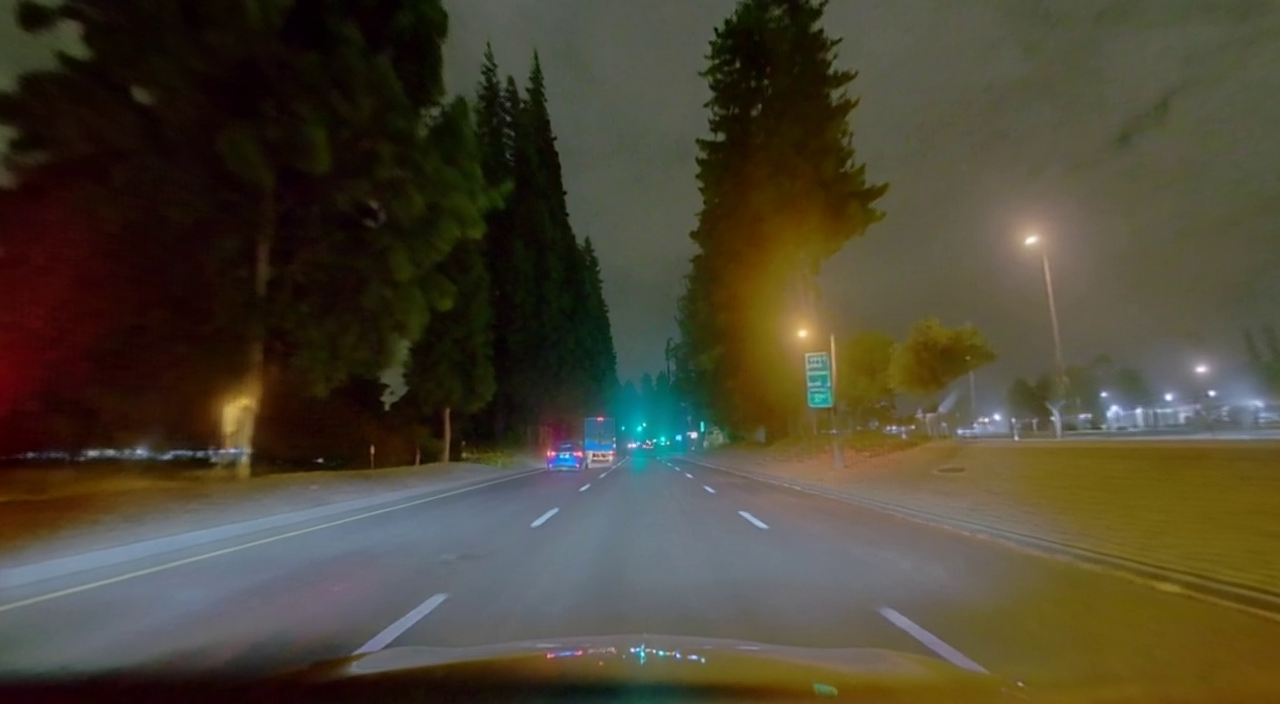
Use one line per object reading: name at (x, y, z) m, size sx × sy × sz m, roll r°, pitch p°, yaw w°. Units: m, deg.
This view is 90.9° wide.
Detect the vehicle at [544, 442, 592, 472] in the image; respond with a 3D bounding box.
vehicle at (-3.789, 5.576, 33.756) m, size 2.005 × 1.462 × 4.345 m, roll 0°, pitch -8°, yaw 1°
